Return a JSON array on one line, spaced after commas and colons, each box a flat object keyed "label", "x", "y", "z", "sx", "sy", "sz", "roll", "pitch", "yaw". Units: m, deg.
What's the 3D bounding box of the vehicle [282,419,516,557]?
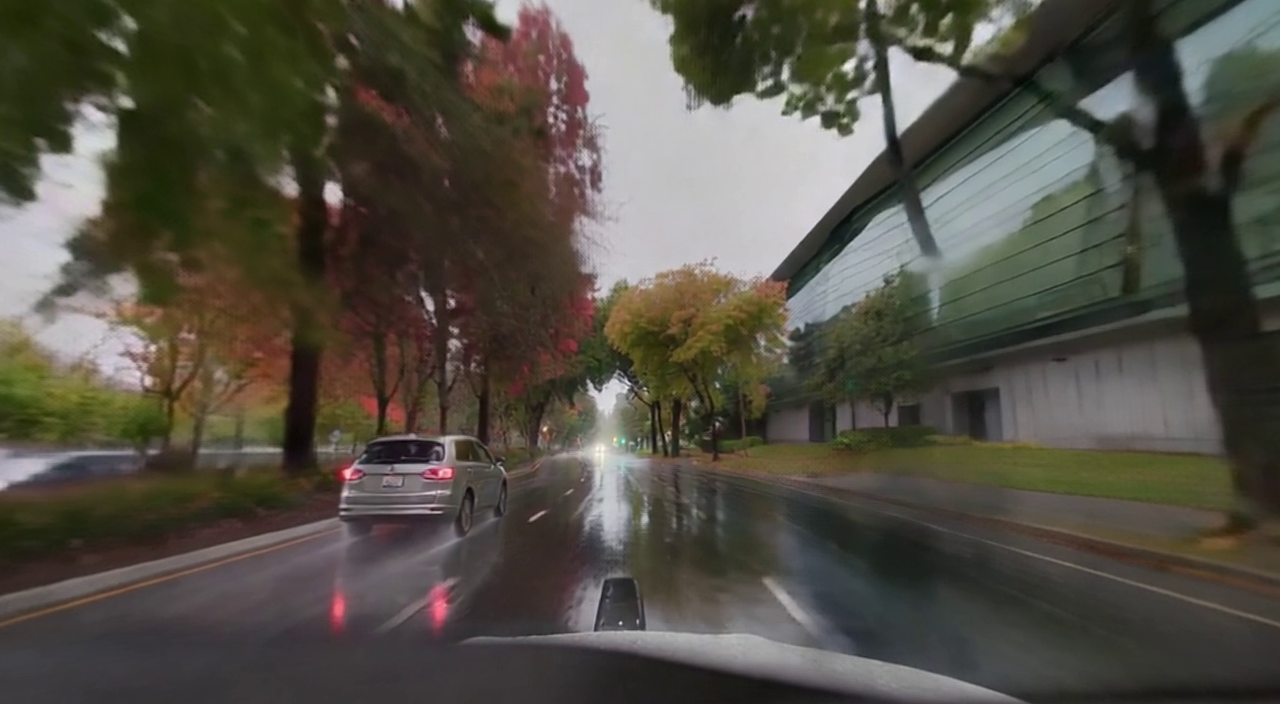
[{"label": "vehicle", "x": -3.438, "y": 2.021, "z": 10.187, "sx": 2.067, "sy": 1.700, "sz": 4.561, "roll": 0, "pitch": -8, "yaw": -1}]
